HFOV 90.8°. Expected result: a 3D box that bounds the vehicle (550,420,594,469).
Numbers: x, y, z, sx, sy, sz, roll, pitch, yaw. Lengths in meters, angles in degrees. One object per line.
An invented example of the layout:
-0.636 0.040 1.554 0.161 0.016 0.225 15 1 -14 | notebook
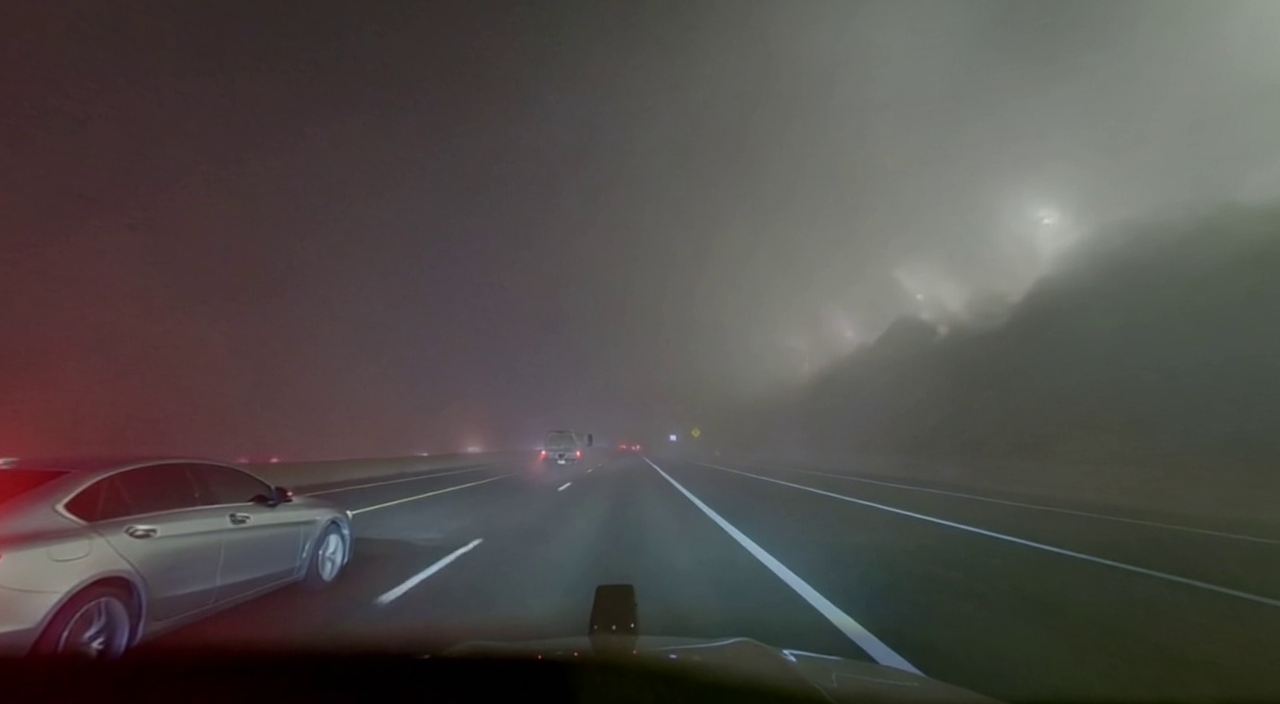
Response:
-4.406 6.197 42.202 2.364 2.953 6.732 0 -9 -1 | vehicle

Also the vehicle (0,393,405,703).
-3.746 1.296 4.999 2.025 1.556 4.594 0 -8 -1 | vehicle
